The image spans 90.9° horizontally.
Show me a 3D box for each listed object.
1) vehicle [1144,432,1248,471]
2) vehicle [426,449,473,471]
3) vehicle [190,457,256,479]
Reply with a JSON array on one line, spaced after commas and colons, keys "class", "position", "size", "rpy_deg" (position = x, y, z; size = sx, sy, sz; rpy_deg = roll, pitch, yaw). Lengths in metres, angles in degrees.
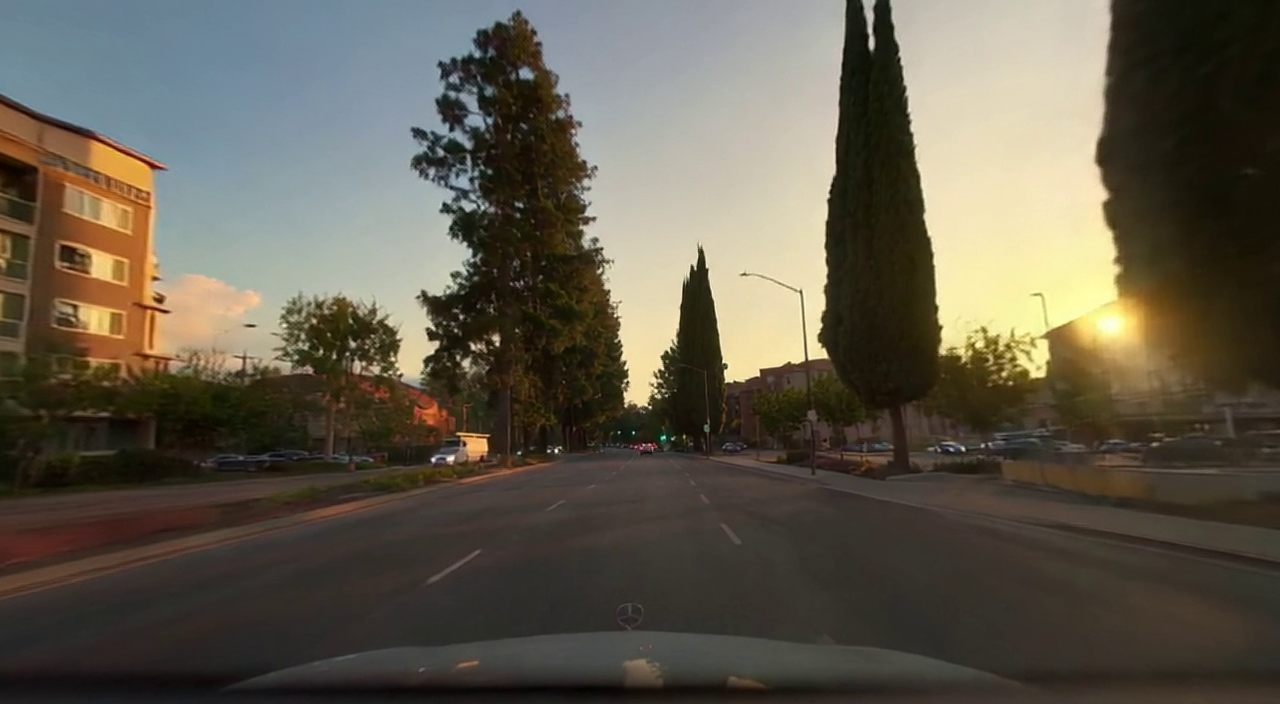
[{"class": "vehicle", "position": [25.374, 4.508, 28.997], "size": [1.823, 1.466, 4.676], "rpy_deg": [-7, -8, 19]}, {"class": "vehicle", "position": [-13.549, 7.708, 45.169], "size": [1.914, 1.496, 4.742], "rpy_deg": [0, -9, 0]}, {"class": "vehicle", "position": [-32.338, 8.991, 48.943], "size": [4.001, 1.415, 1.693], "rpy_deg": [-3, -8, -1]}]
